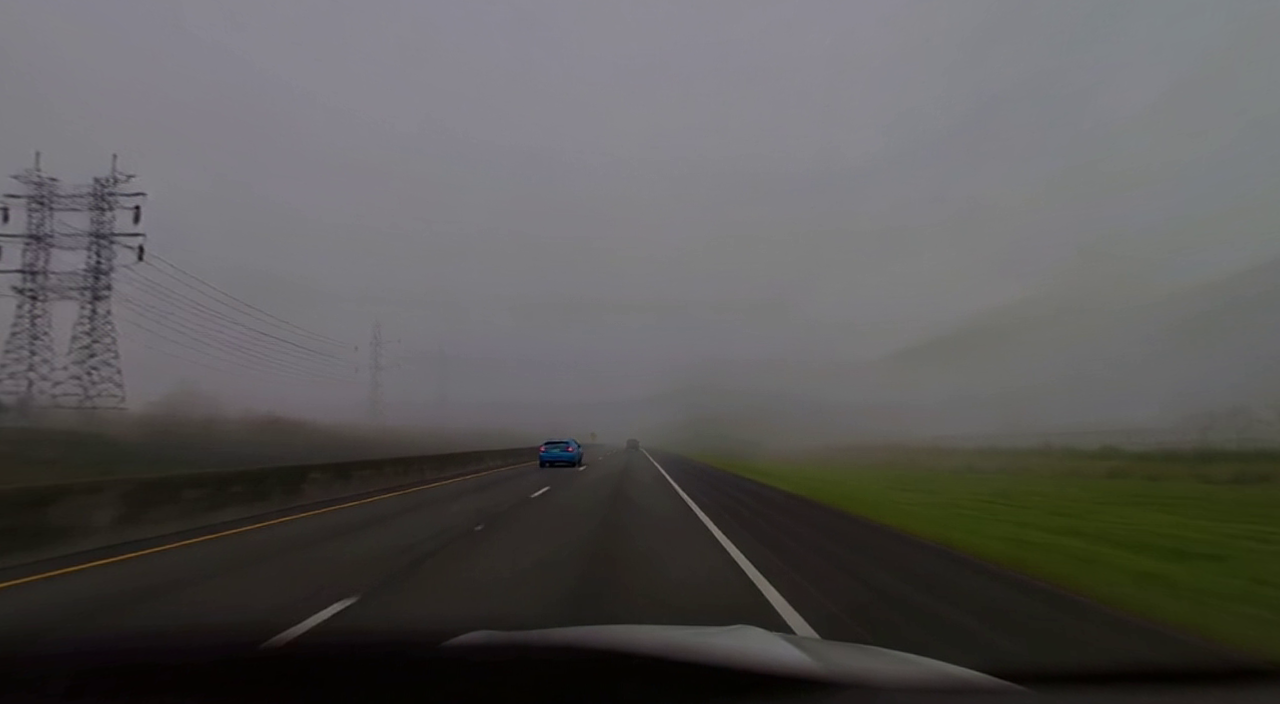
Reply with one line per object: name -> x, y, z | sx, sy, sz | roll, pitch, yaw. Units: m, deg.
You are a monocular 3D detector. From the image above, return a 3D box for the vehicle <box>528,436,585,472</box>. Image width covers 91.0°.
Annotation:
vehicle -> -3.998, 4.965, 30.918 | 2.158, 1.604, 4.679 | 0, -8, 0
